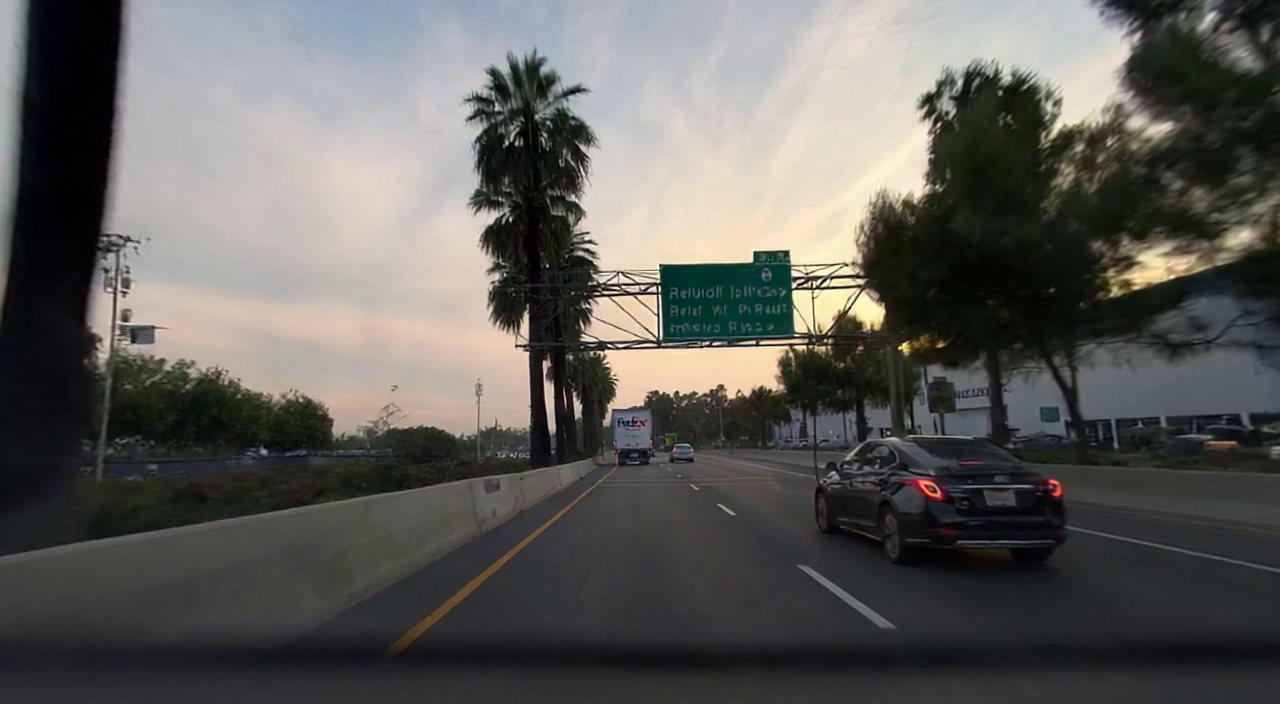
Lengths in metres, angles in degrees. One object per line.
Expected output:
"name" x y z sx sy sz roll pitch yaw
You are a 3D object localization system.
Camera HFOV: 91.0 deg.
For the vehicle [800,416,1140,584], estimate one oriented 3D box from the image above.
"vehicle" 3.660 1.725 8.110 1.966 1.558 4.238 0 -9 -2
